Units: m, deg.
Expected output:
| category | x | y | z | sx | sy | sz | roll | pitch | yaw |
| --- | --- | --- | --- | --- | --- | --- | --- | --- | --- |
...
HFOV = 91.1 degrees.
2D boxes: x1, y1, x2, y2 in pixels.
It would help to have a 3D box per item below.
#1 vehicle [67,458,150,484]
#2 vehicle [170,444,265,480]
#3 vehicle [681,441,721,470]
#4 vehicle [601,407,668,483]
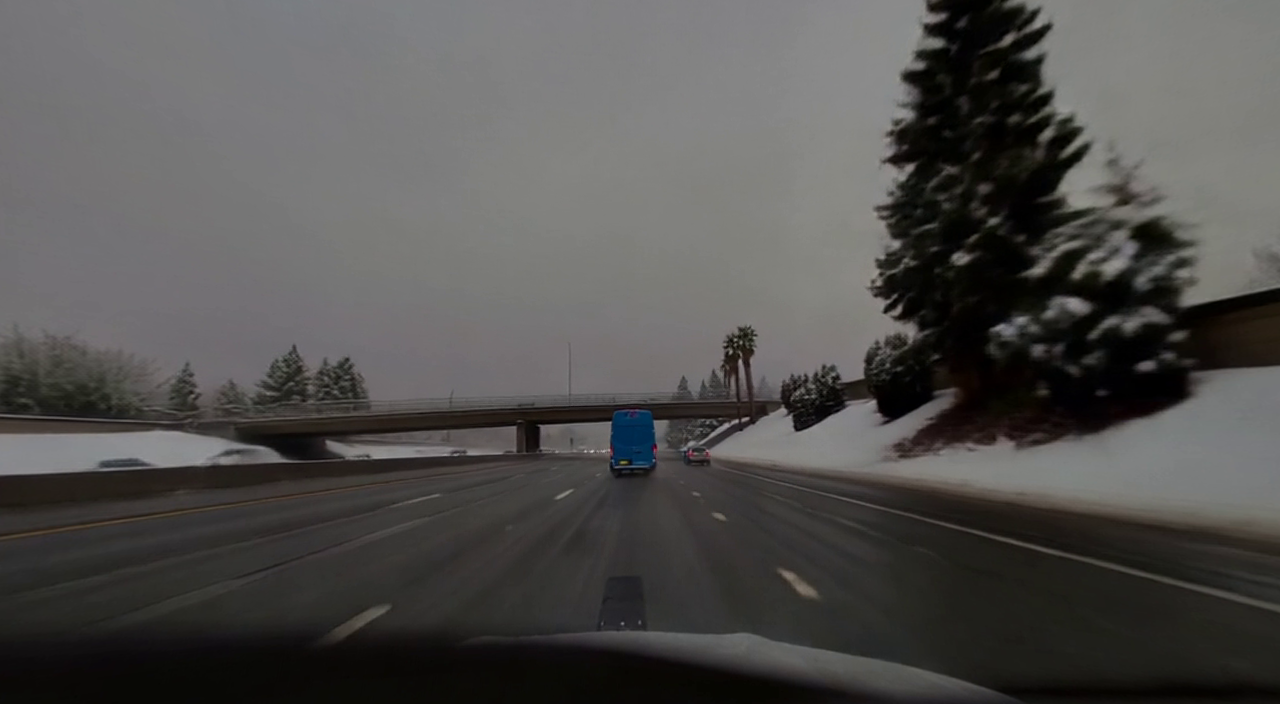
| category | x | y | z | sx | sy | sz | roll | pitch | yaw |
| --- | --- | --- | --- | --- | --- | --- | --- | --- | --- |
| vehicle | -39.581 | 8.857 | 46.916 | 1.940 | 1.700 | 4.823 | 0 | -8 | -1 |
| vehicle | -28.659 | 7.428 | 42.877 | 2.265 | 2.281 | 5.988 | 0 | -9 | 0 |
| vehicle | 3.721 | 6.394 | 39.010 | 1.987 | 1.648 | 3.984 | 0 | -9 | -1 |
| vehicle | -0.086 | 3.858 | 26.016 | 2.476 | 2.776 | 5.598 | 0 | -9 | 2 |
